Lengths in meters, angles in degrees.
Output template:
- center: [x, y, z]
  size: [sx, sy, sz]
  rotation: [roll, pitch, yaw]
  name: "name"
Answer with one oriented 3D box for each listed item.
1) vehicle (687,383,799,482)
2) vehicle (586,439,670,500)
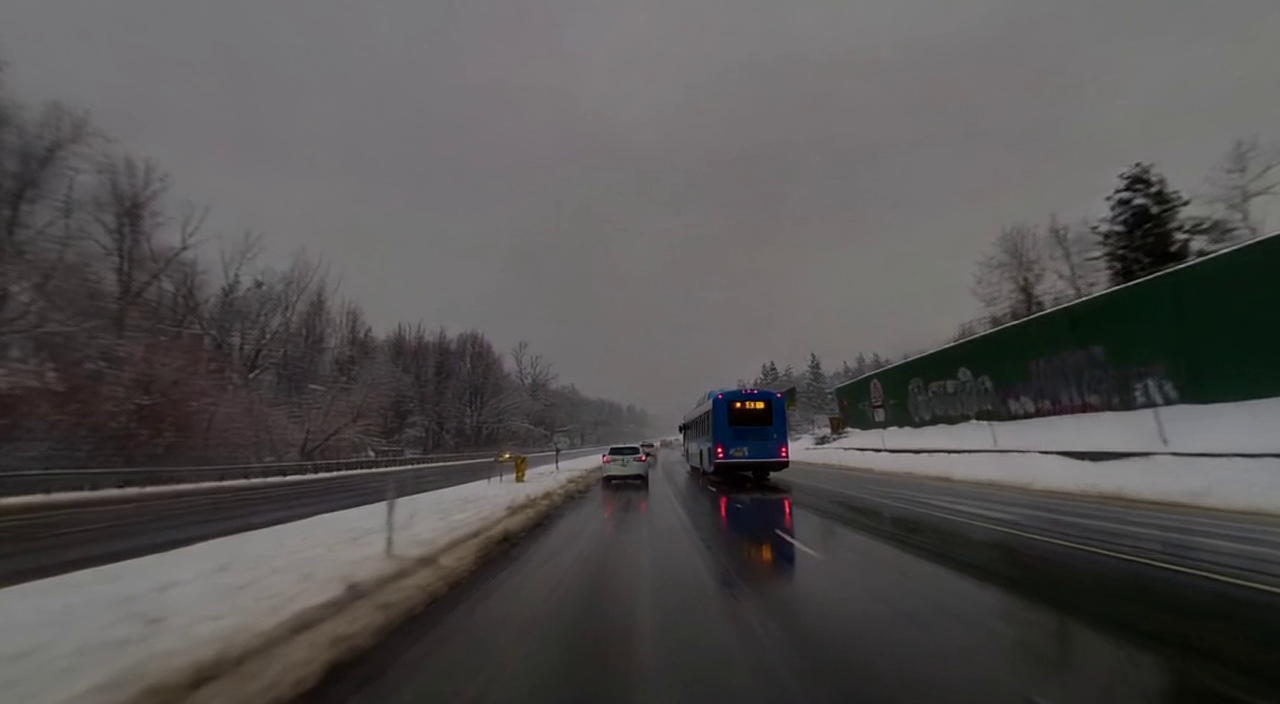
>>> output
- center: [4.116, 3.828, 28.531]
  size: [3.055, 3.479, 12.521]
  rotation: [-1, -9, 1]
  name: "vehicle"
- center: [-0.286, 3.369, 18.352]
  size: [2.160, 1.532, 4.073]
  rotation: [-1, -9, 1]
  name: "vehicle"
